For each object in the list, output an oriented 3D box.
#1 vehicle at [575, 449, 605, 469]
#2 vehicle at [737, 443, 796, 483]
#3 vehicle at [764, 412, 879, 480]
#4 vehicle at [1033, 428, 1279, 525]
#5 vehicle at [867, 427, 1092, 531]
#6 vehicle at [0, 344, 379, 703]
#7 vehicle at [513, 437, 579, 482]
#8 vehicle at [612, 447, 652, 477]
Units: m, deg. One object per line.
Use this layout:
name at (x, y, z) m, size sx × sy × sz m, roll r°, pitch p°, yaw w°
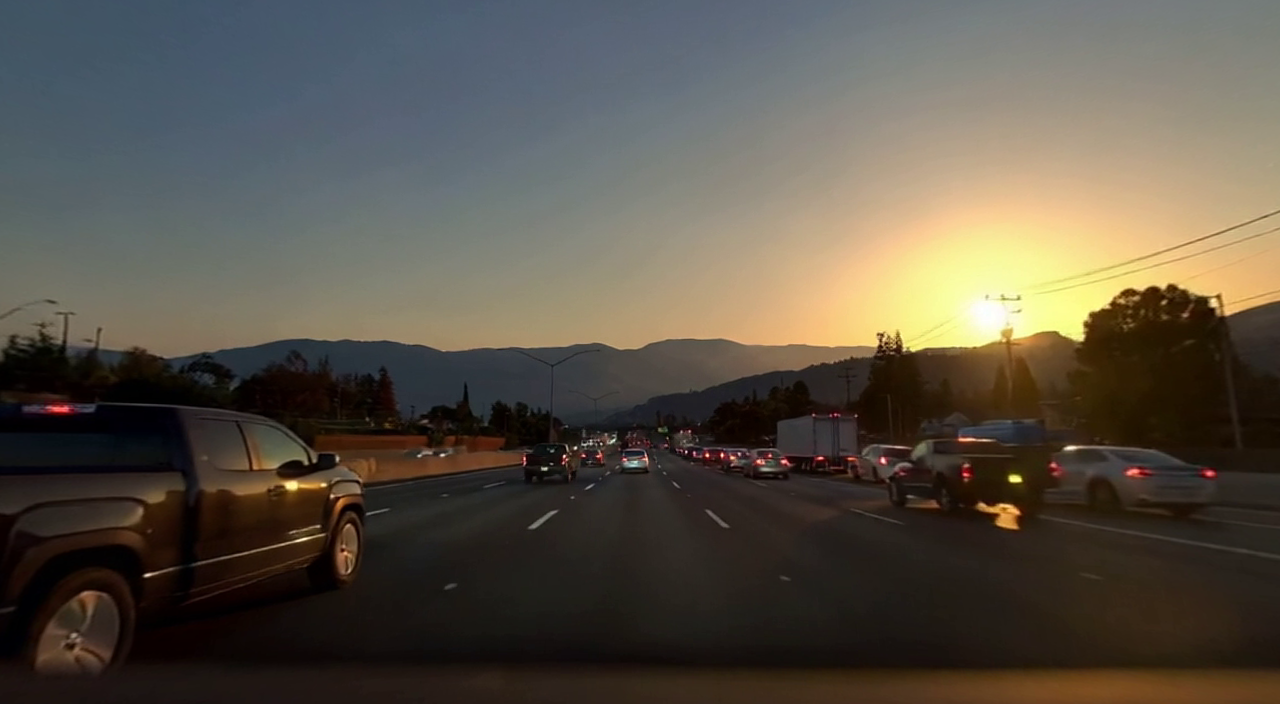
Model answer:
vehicle at (-3.902, 8.437, 49.794) m, size 1.984 × 1.406 × 4.030 m, roll 0°, pitch -9°, yaw 1°
vehicle at (5.470, 4.832, 27.717) m, size 1.956 × 1.576 × 4.211 m, roll 0°, pitch -9°, yaw 3°
vehicle at (10.408, 5.670, 38.014) m, size 3.442 × 3.405 × 11.948 m, roll 0°, pitch -9°, yaw 0°
vehicle at (10.884, 2.584, 13.620) m, size 1.975 × 1.720 × 4.285 m, roll 0°, pitch -9°, yaw 0°
vehicle at (6.312, 2.392, 12.425) m, size 2.058 × 1.667 × 4.209 m, roll 0°, pitch -9°, yaw 0°
vehicle at (-3.453, 0.982, 3.397) m, size 2.127 × 1.705 × 4.374 m, roll 0°, pitch -9°, yaw 1°
vehicle at (-4.047, 4.725, 28.006) m, size 2.147 × 1.825 × 4.602 m, roll 0°, pitch -9°, yaw 1°
vehicle at (-0.420, 5.941, 34.422) m, size 2.060 × 1.508 × 4.308 m, roll 0°, pitch -9°, yaw 0°
